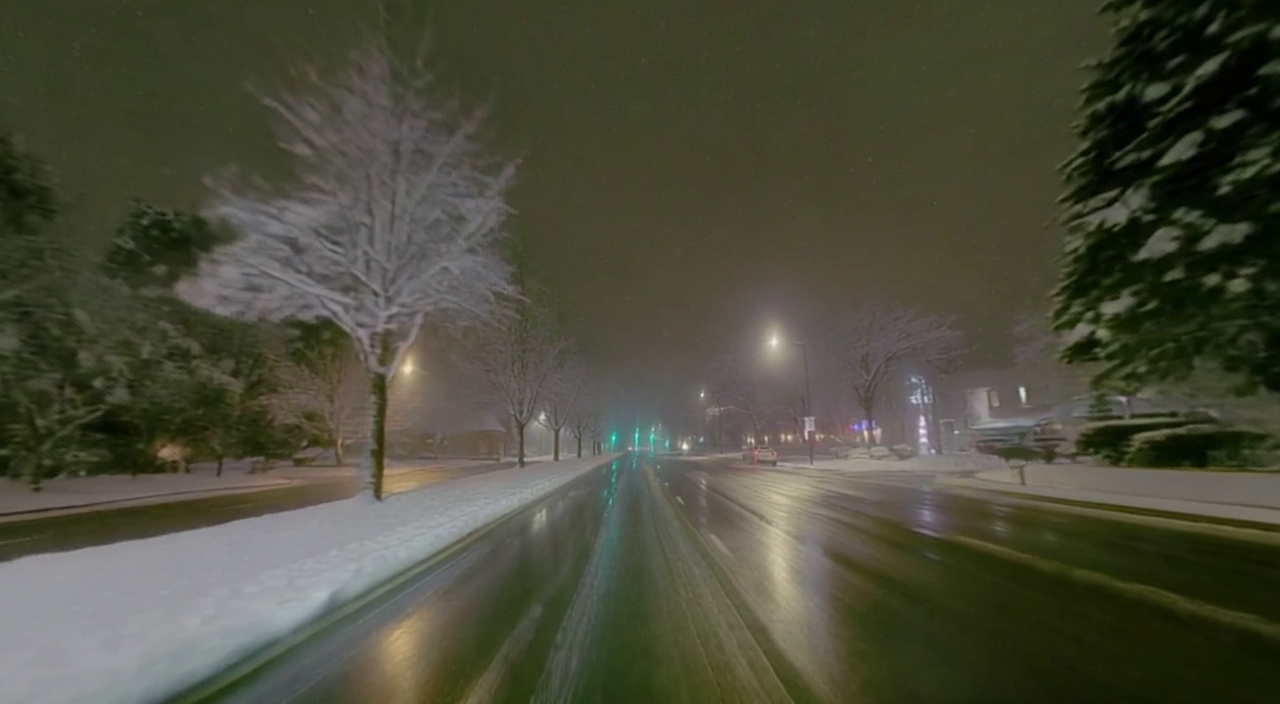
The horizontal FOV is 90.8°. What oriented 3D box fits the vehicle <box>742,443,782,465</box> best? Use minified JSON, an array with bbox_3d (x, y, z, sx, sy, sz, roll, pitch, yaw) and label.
[{"bbox_3d":[9.313,7.863,48.589,1.981,1.557,4.456,0,-9,-3],"label":"vehicle"}]
